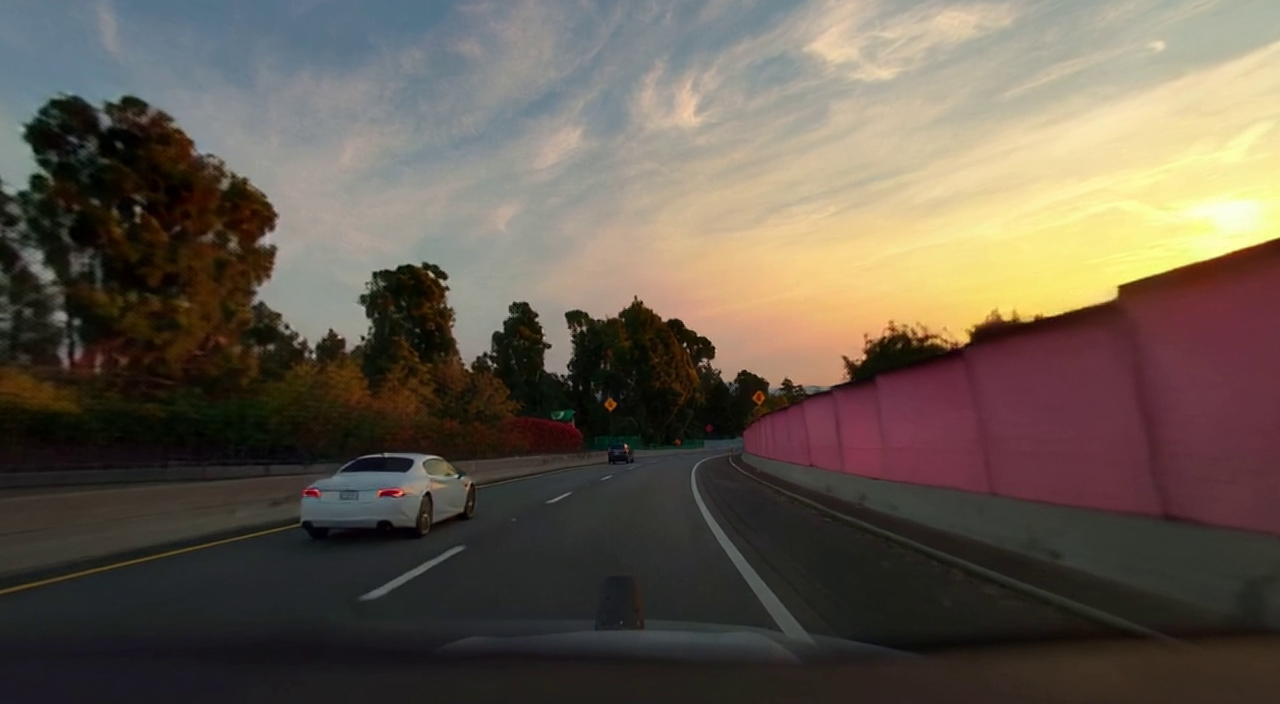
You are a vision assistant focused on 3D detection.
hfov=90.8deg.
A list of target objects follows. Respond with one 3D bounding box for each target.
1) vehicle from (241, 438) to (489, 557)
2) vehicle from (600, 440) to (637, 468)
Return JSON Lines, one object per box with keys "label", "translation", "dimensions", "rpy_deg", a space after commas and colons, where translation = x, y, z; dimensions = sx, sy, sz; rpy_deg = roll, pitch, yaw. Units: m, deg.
{"label": "vehicle", "translation": [-3.853, 2.095, 9.819], "dimensions": [1.746, 1.405, 4.339], "rpy_deg": [-1, -9, 2]}
{"label": "vehicle", "translation": [-1.304, 6.496, 40.367], "dimensions": [1.833, 1.697, 3.984], "rpy_deg": [-1, -9, 6]}
